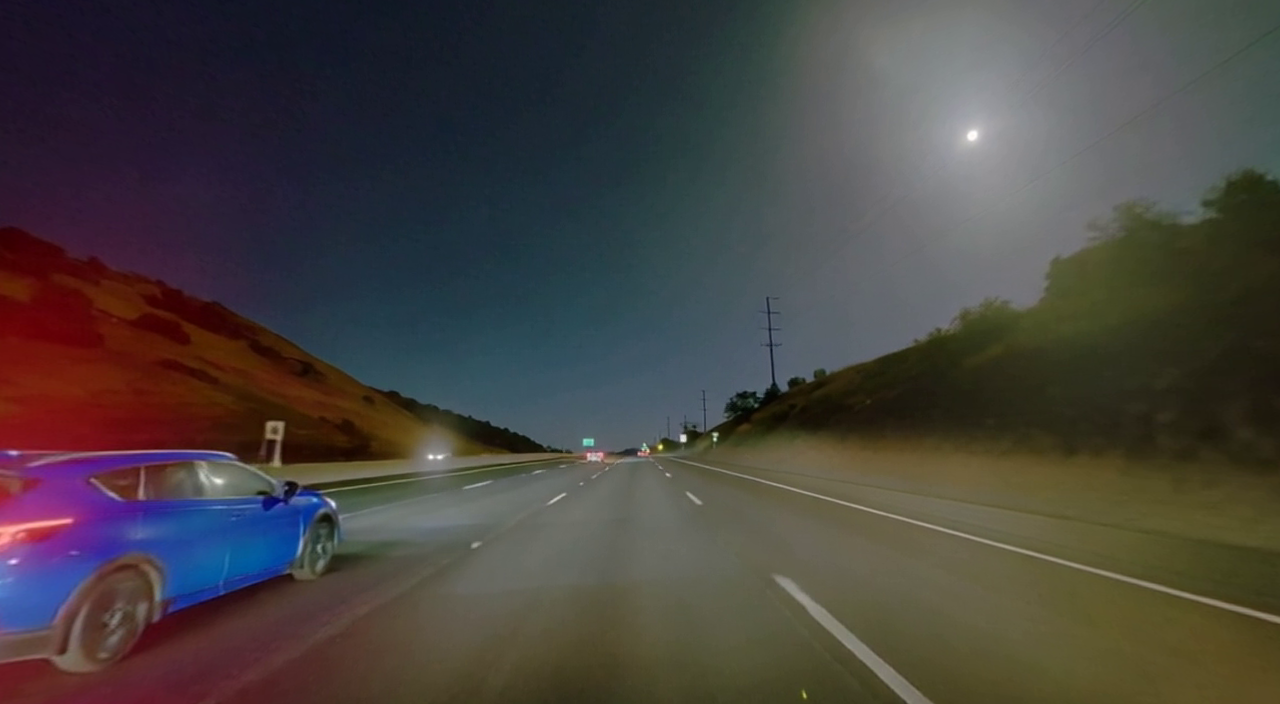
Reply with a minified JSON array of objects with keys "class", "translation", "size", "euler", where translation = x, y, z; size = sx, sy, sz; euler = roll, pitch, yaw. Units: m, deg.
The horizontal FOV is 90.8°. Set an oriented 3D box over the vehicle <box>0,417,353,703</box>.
[{"class":"vehicle","translation":[-4.153,1.258,4.297],"size":[2.064,1.489,4.966],"euler":[0,-9,0]}]
